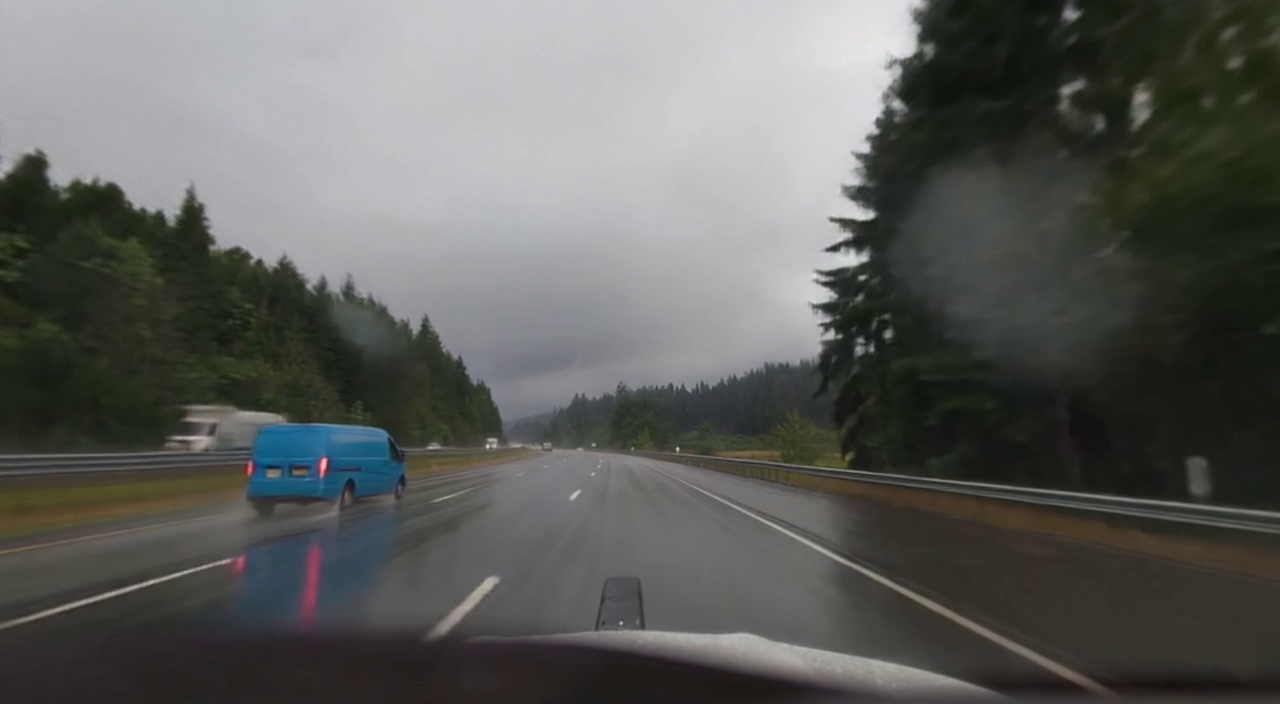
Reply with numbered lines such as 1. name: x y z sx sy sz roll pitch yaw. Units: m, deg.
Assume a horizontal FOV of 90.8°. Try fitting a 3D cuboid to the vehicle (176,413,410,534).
1. vehicle: -6.862 2.466 13.348 2.197 2.038 4.919 0 -9 -1
